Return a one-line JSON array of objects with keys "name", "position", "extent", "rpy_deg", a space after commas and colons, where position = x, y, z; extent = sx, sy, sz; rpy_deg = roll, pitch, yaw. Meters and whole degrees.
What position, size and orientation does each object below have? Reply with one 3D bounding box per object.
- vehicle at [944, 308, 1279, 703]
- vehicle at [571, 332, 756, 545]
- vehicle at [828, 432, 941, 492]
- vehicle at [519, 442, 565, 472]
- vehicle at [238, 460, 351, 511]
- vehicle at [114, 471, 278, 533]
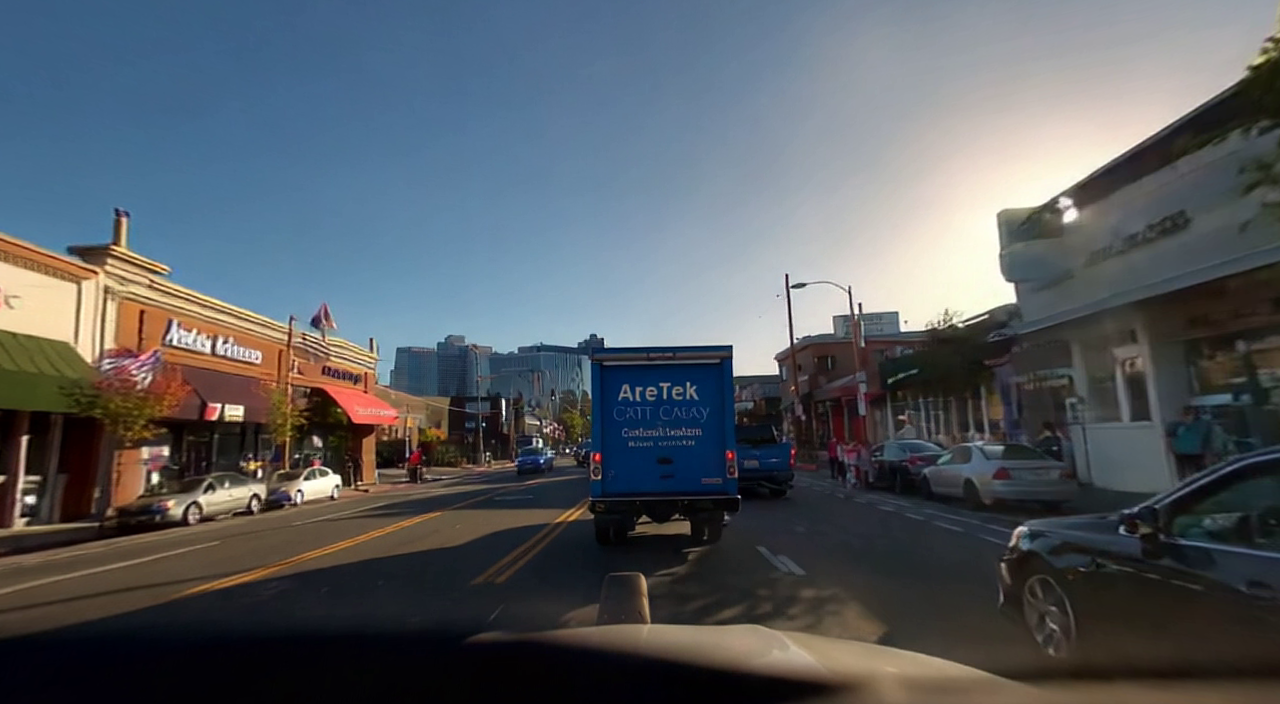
[{"name": "vehicle", "position": [3.406, 0.785, 2.577], "extent": [2.104, 1.786, 4.498], "rpy_deg": [0, -9, 1]}, {"name": "vehicle", "position": [0.221, 1.631, 11.787], "extent": [2.517, 2.926, 6.177], "rpy_deg": [0, -9, -2]}, {"name": "vehicle", "position": [7.586, 3.442, 19.996], "extent": [1.946, 1.680, 4.270], "rpy_deg": [0, -9, 1]}, {"name": "vehicle", "position": [-5.993, 6.462, 38.806], "extent": [2.046, 1.711, 4.320], "rpy_deg": [0, -9, 1]}, {"name": "vehicle", "position": [-13.383, 5.151, 24.684], "extent": [1.943, 1.682, 4.365], "rpy_deg": [0, -9, 0]}, {"name": "vehicle", "position": [-13.488, 4.540, 19.497], "extent": [1.901, 1.508, 4.405], "rpy_deg": [0, -9, -1]}]
